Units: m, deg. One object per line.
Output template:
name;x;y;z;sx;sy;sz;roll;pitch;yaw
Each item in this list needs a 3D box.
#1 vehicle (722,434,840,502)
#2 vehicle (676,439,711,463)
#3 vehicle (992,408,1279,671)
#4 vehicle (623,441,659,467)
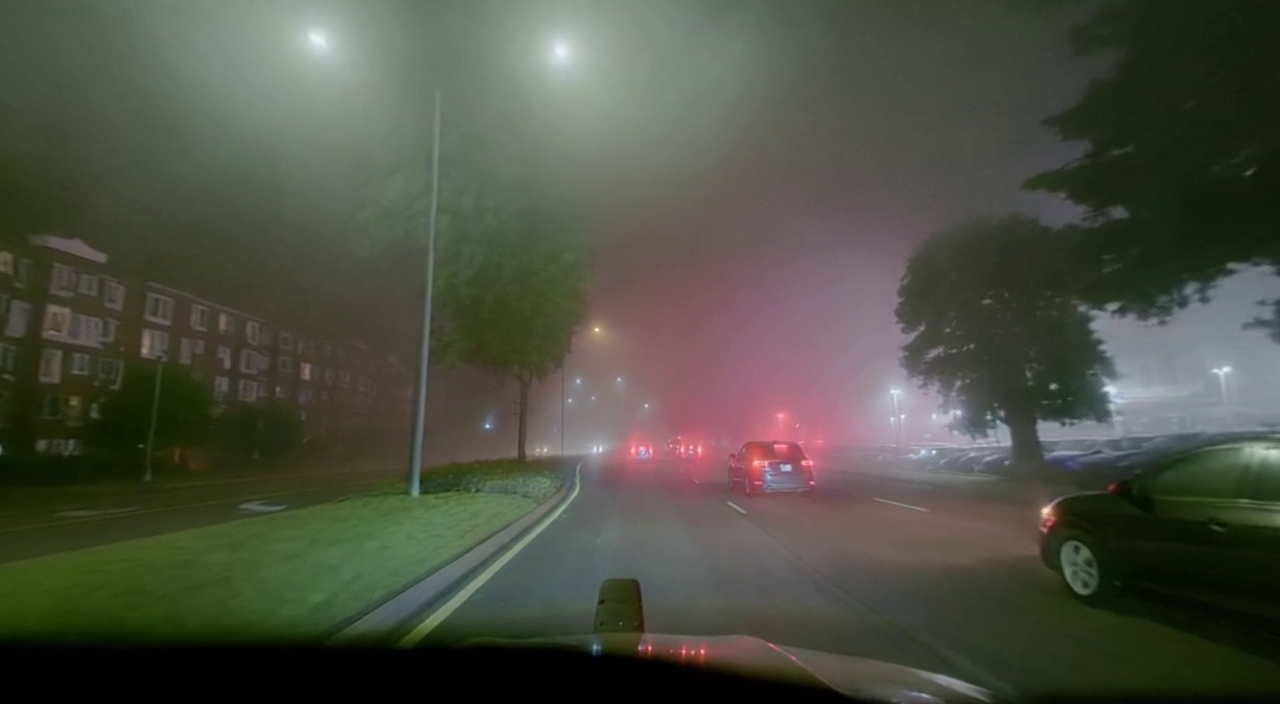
vehicle;3.522;3.003;16.781;1.953;1.514;4.672;0;-9;-1
vehicle;3.750;7.126;45.354;2.041;1.611;4.426;0;-9;-1
vehicle;4.740;1.129;3.994;2.098;1.507;4.655;0;-9;-4
vehicle;0.021;6.202;38.448;2.095;1.456;3.873;0;-9;-1
